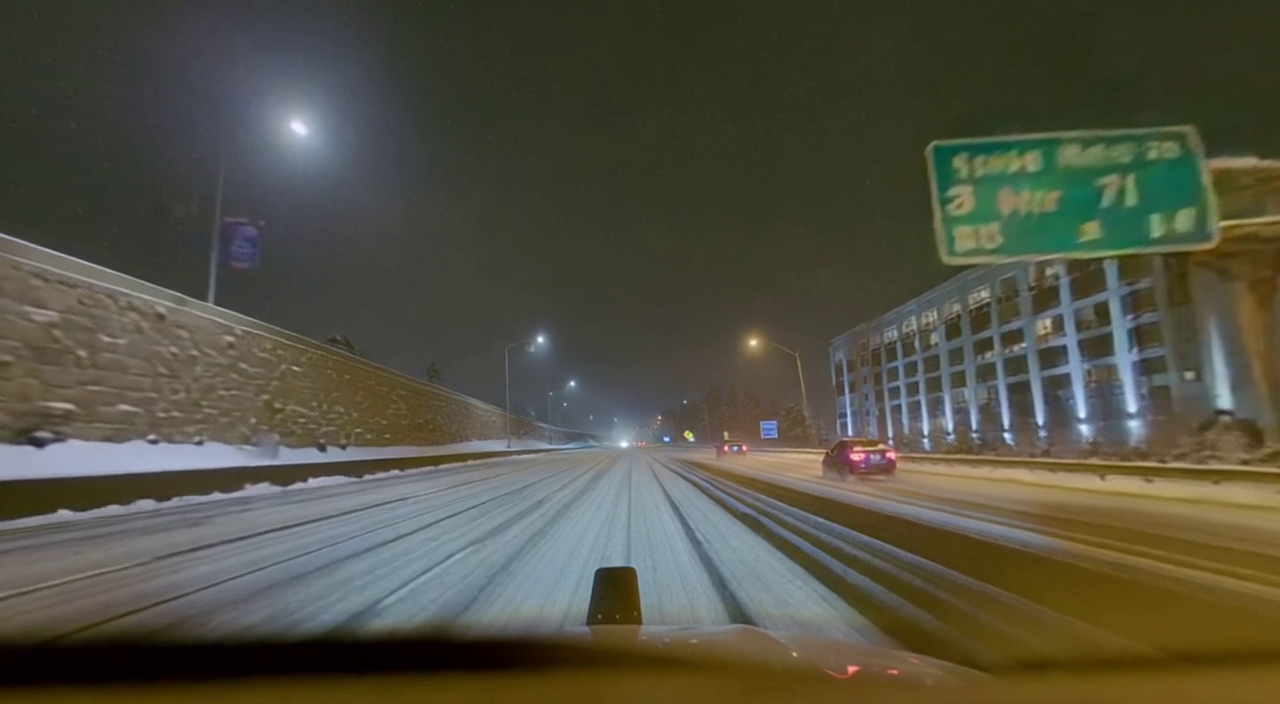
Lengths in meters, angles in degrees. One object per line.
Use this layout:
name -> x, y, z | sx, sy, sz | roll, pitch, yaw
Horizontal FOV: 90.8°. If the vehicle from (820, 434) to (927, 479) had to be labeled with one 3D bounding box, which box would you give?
vehicle -> 9.383, 4.235, 25.977 | 2.165, 1.636, 5.175 | 0, -8, -3
